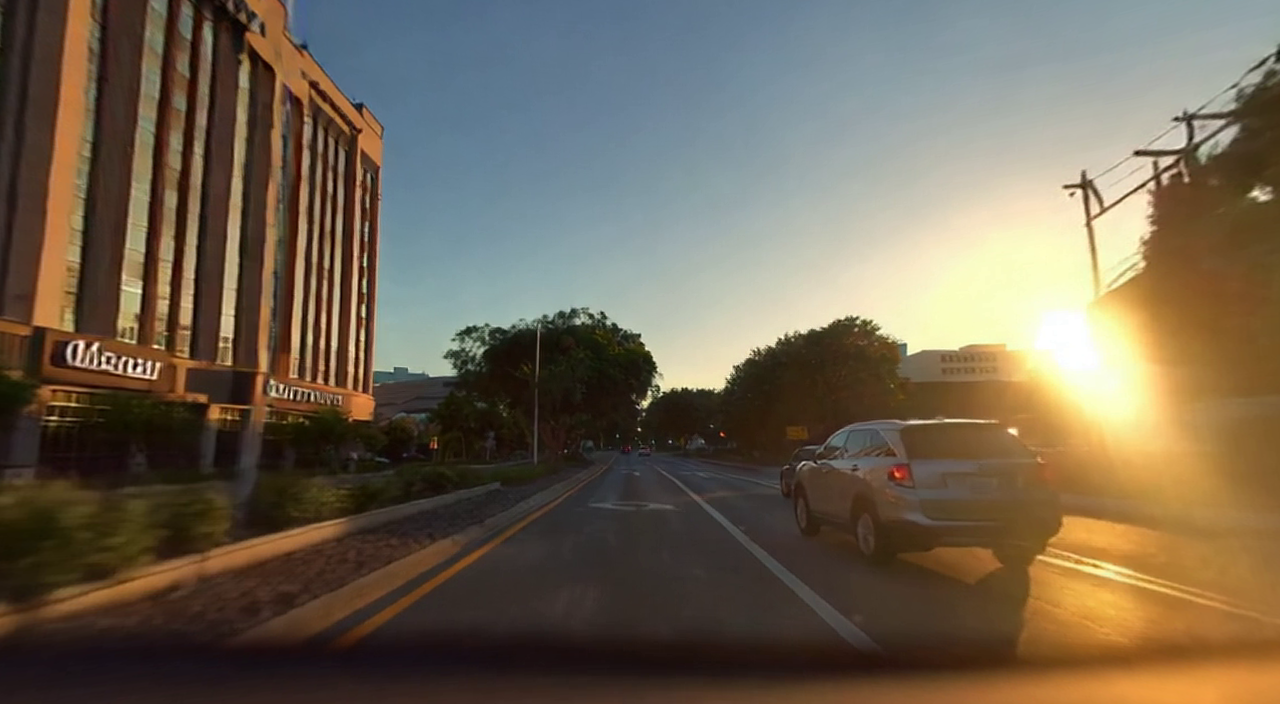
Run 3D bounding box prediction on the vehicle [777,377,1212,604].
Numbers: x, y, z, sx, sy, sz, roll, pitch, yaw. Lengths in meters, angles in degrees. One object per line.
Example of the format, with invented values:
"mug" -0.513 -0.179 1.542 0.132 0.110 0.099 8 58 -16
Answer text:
"vehicle" 3.662 1.591 8.168 2.505 1.971 5.162 0 -9 -1
